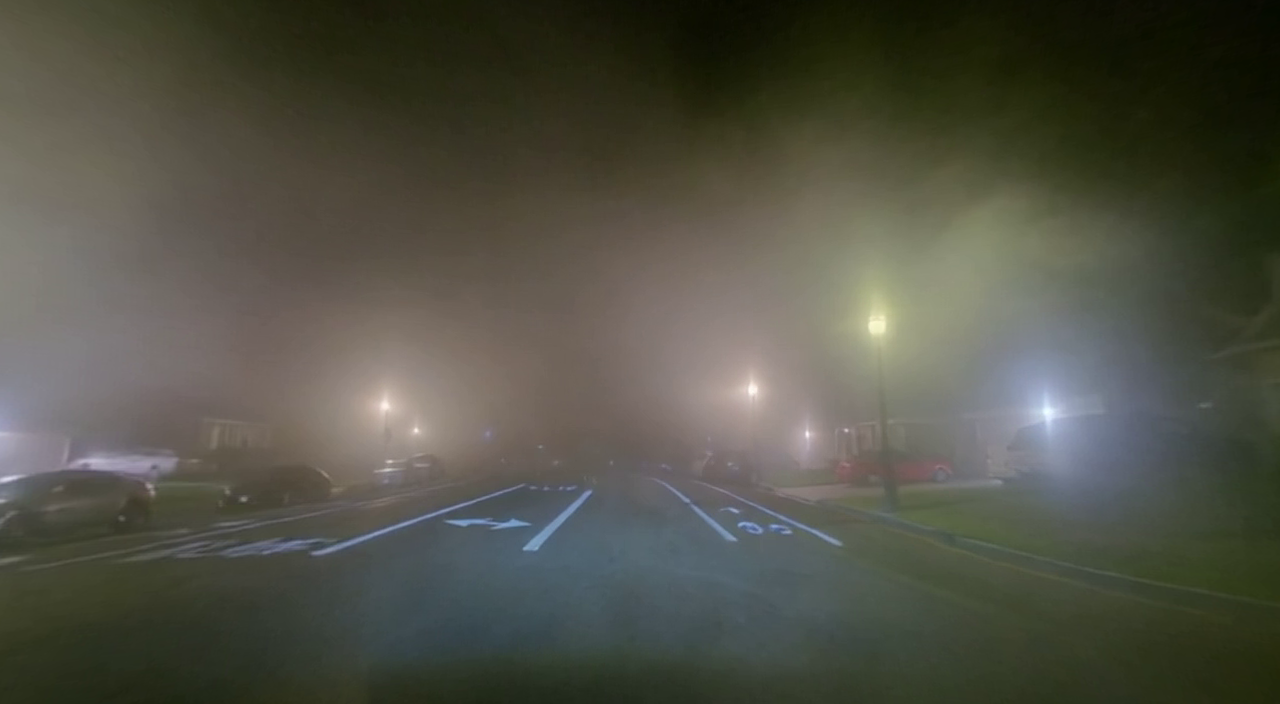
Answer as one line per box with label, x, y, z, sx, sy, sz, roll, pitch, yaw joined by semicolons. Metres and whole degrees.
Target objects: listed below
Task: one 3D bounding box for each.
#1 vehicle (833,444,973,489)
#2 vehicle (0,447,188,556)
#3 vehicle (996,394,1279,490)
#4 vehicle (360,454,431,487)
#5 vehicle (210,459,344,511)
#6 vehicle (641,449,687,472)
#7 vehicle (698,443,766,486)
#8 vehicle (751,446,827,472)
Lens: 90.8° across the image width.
vehicle;10.067;4.394;24.416;4.512;1.477;1.927;-2;-9;-4
vehicle;-11.553;2.768;12.381;2.037;1.755;4.434;1;-9;0
vehicle;12.805;2.377;15.918;6.244;2.050;2.209;-9;-13;37
vehicle;-12.261;5.967;32.074;2.012;1.478;4.661;1;-9;-4
vehicle;-11.672;4.266;20.730;1.948;1.410;4.361;1;-9;-3
vehicle;1.751;8.216;48.202;2.367;1.614;4.463;3;-9;-14
vehicle;4.202;5.217;29.622;2.184;1.770;4.651;2;-9;-4
vehicle;9.226;6.649;39.337;4.158;1.521;1.921;2;-9;-6
